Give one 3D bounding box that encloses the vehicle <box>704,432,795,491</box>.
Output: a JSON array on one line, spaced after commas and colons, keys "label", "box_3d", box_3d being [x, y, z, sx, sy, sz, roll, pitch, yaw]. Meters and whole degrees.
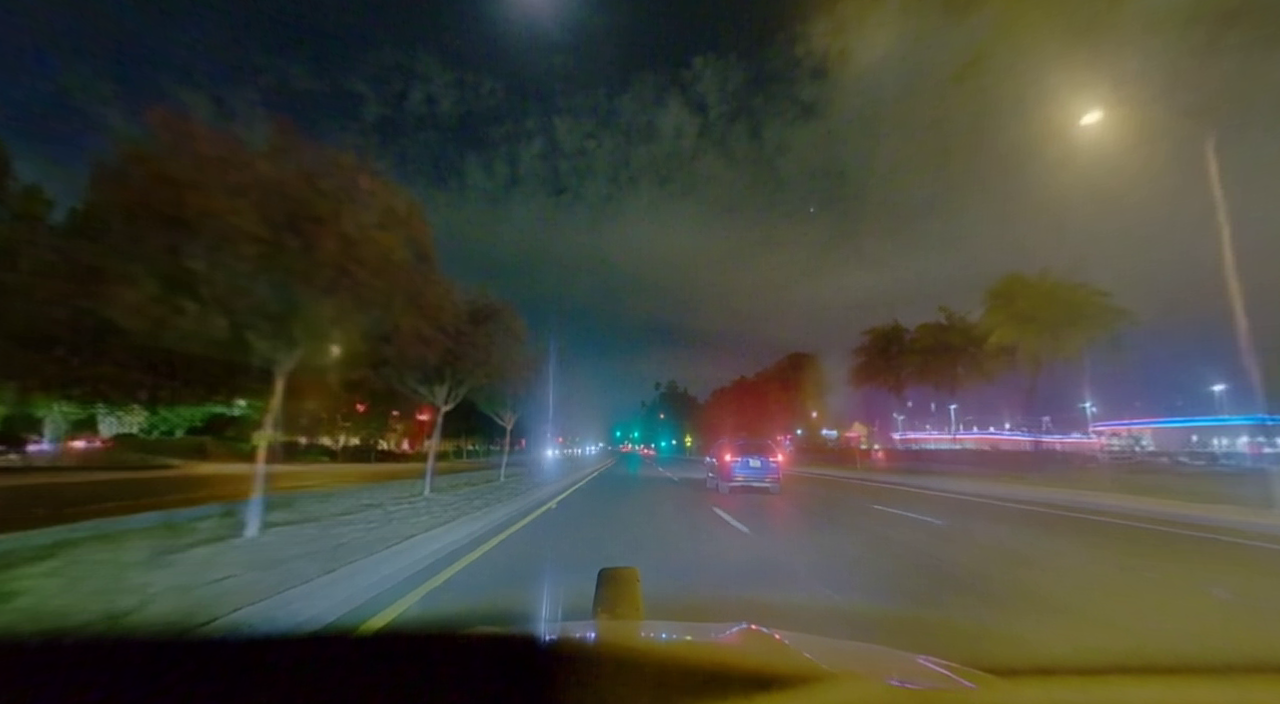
[{"label": "vehicle", "box_3d": [3.394, 3.500, 20.520, 2.072, 1.696, 4.177, 0, -8, -2]}]
